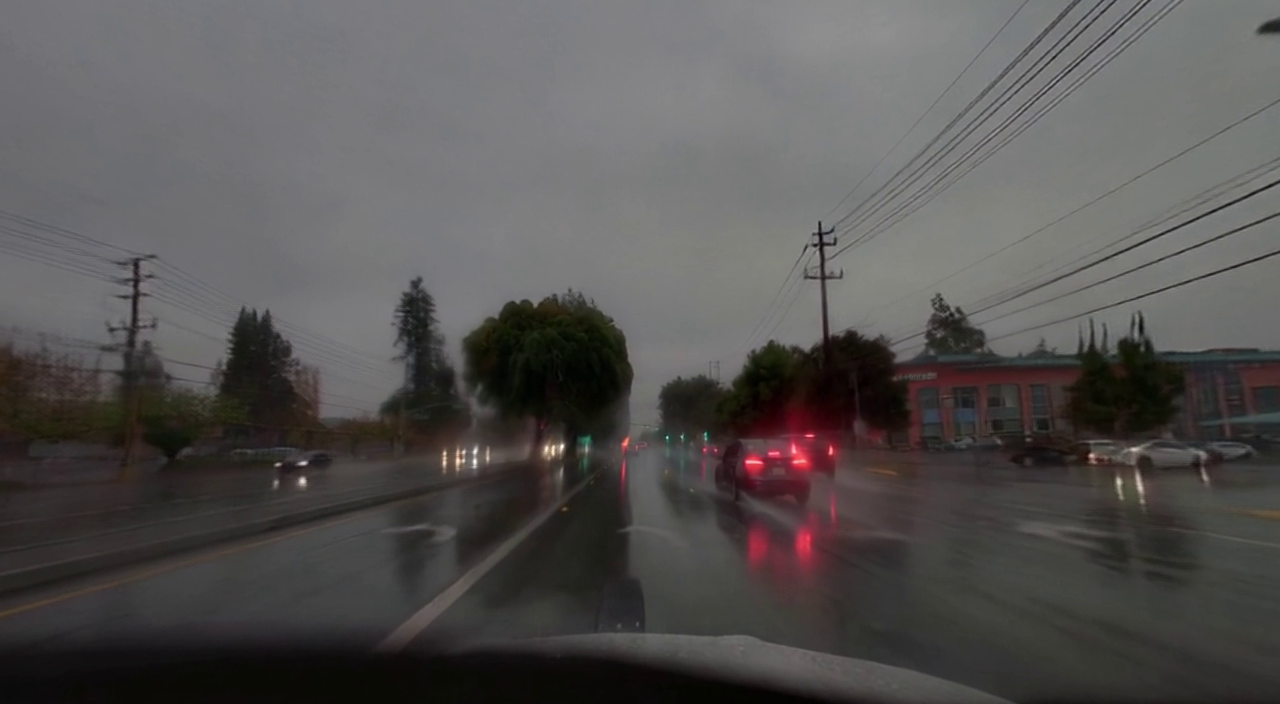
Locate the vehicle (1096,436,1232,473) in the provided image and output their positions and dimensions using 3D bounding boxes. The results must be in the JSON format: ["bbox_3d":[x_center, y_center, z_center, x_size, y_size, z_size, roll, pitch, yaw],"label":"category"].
[{"bbox_3d":[24.573,4.815,29.752,4.599,1.647,1.924,0,-8,1],"label":"vehicle"}]

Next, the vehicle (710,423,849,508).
[{"bbox_3d":[3.065,2.599,14.920,2.128,1.699,4.222,0,-8,-3],"label":"vehicle"}]

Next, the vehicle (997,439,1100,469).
[{"bbox_3d":[24.827,6.206,38.539,4.798,1.699,2.039,0,-8,1],"label":"vehicle"}]

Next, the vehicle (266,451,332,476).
[{"bbox_3d":[-23.642,7.708,44.045,1.985,1.511,4.772,-1,-8,0],"label":"vehicle"}]
